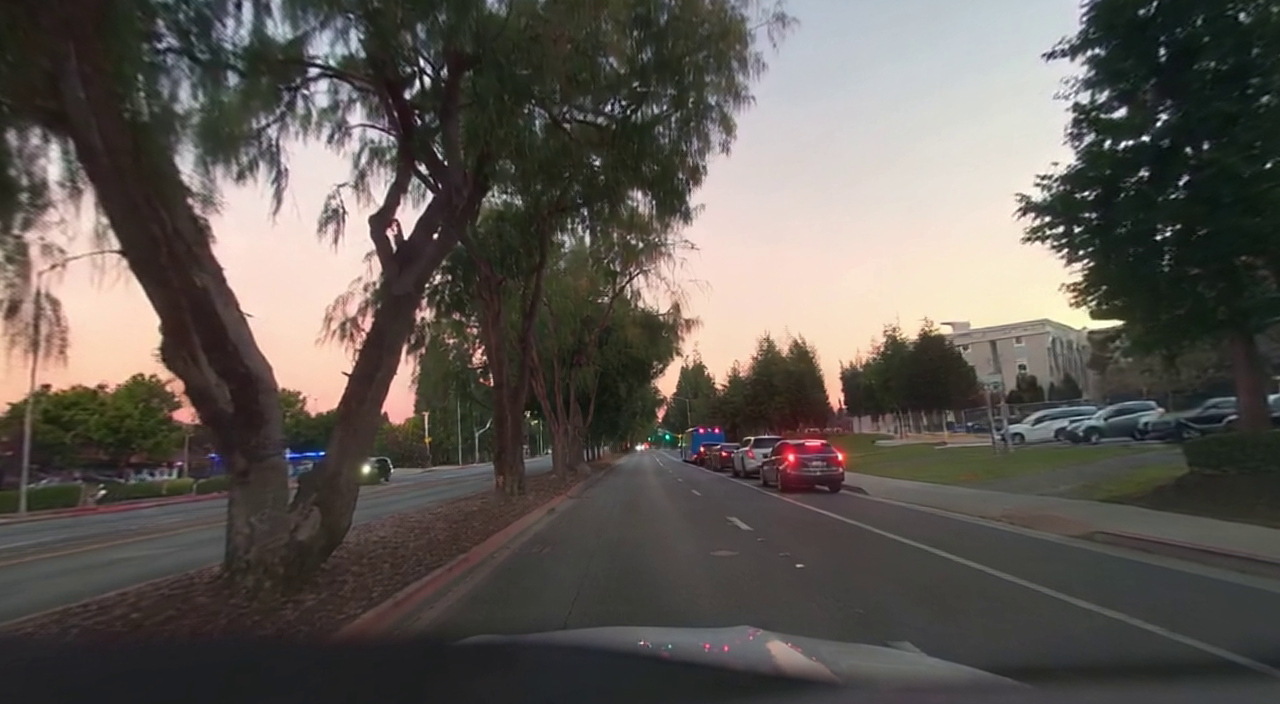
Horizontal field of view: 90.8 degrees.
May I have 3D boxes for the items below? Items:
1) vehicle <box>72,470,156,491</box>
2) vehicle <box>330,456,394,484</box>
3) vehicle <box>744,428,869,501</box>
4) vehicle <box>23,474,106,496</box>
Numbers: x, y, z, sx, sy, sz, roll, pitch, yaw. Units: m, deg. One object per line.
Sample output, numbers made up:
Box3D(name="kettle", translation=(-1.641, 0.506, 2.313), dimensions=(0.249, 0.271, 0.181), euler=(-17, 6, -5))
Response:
Box3D(name="vehicle", translation=(-41.383, 10.089, 49.793), dimensions=(4.609, 1.553, 2.129), euler=(0, -10, -2))
Box3D(name="vehicle", translation=(-19.585, 8.316, 44.781), dimensions=(2.166, 1.804, 4.897), euler=(-1, -8, 3))
Box3D(name="vehicle", translation=(4.430, 3.069, 17.715), dimensions=(2.094, 1.731, 4.763), euler=(0, -8, -1))
Box3D(name="vehicle", translation=(-42.218, 9.745, 46.415), dimensions=(4.357, 1.435, 1.816), euler=(0, -9, 2))
